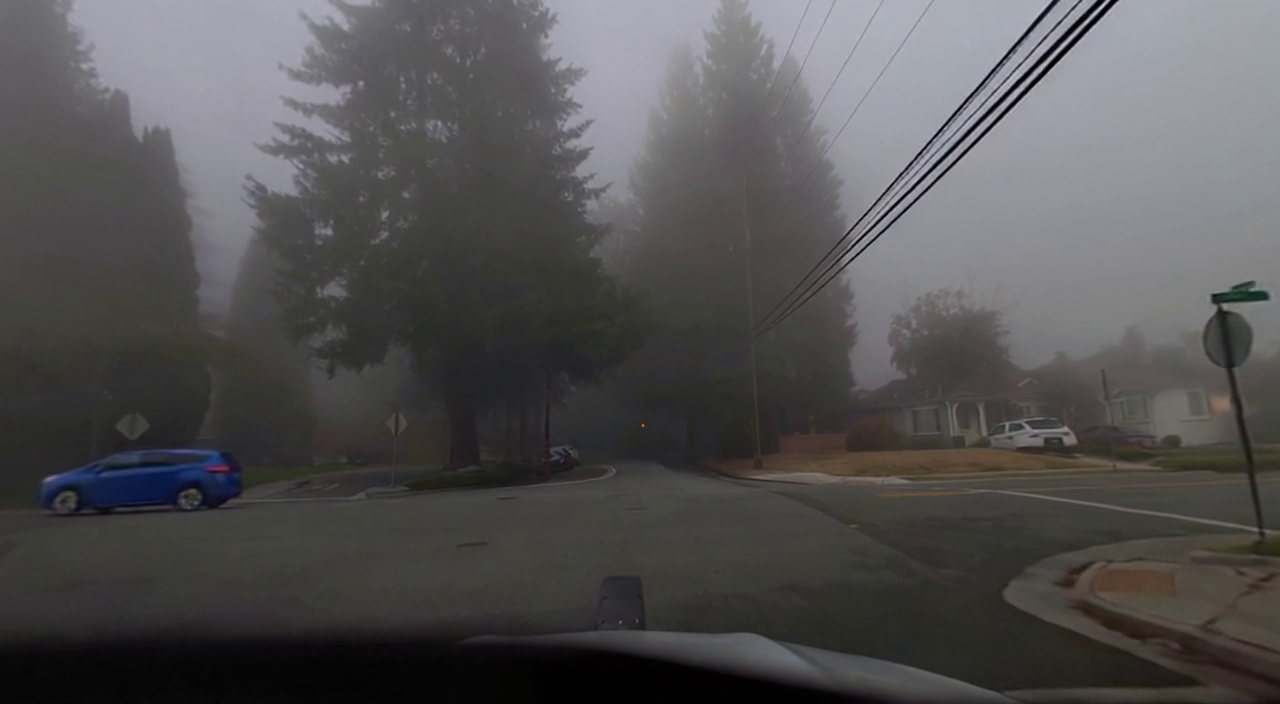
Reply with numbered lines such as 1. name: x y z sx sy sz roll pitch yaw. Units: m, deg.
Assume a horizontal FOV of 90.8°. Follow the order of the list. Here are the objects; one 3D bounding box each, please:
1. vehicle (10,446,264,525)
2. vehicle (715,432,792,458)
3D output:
1. vehicle: -11.811 3.108 15.328 4.396 1.596 1.988 3 -9 -26
2. vehicle: 7.681 6.324 42.955 4.784 1.647 1.947 0 -8 -5
